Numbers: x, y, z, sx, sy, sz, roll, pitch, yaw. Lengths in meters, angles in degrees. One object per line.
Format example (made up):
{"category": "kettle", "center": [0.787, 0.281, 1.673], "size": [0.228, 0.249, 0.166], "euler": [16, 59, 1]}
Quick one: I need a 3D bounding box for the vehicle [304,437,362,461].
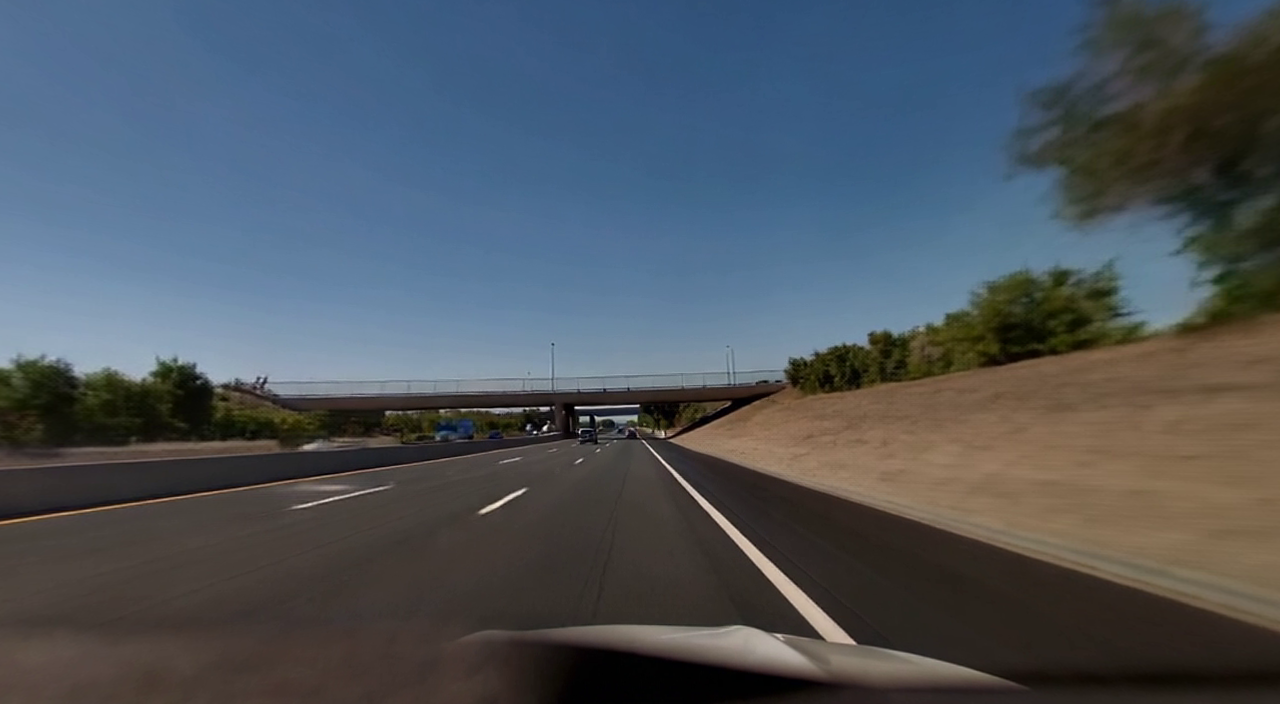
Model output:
{"category": "vehicle", "center": [-20.165, 6.376, 41.453], "size": [1.794, 1.485, 3.905], "euler": [0, -8, 0]}

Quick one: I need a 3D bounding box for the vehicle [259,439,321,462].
{"category": "vehicle", "center": [-24.034, 6.744, 43.319], "size": [1.801, 1.488, 4.289], "euler": [0, -8, -1]}
